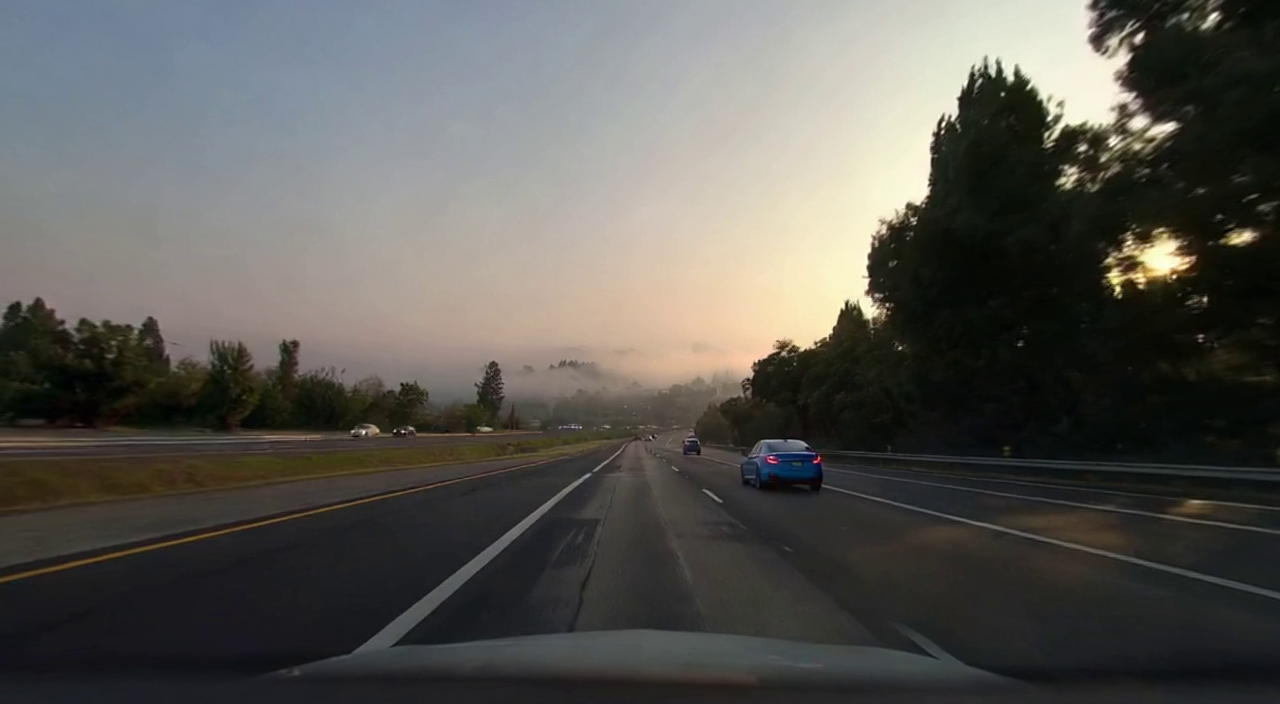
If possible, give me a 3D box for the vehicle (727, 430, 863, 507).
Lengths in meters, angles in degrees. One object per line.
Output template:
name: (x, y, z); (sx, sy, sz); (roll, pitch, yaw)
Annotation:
vehicle: (3.474, 2.691, 15.076); (2.050, 1.546, 4.344); (0, -8, -1)
